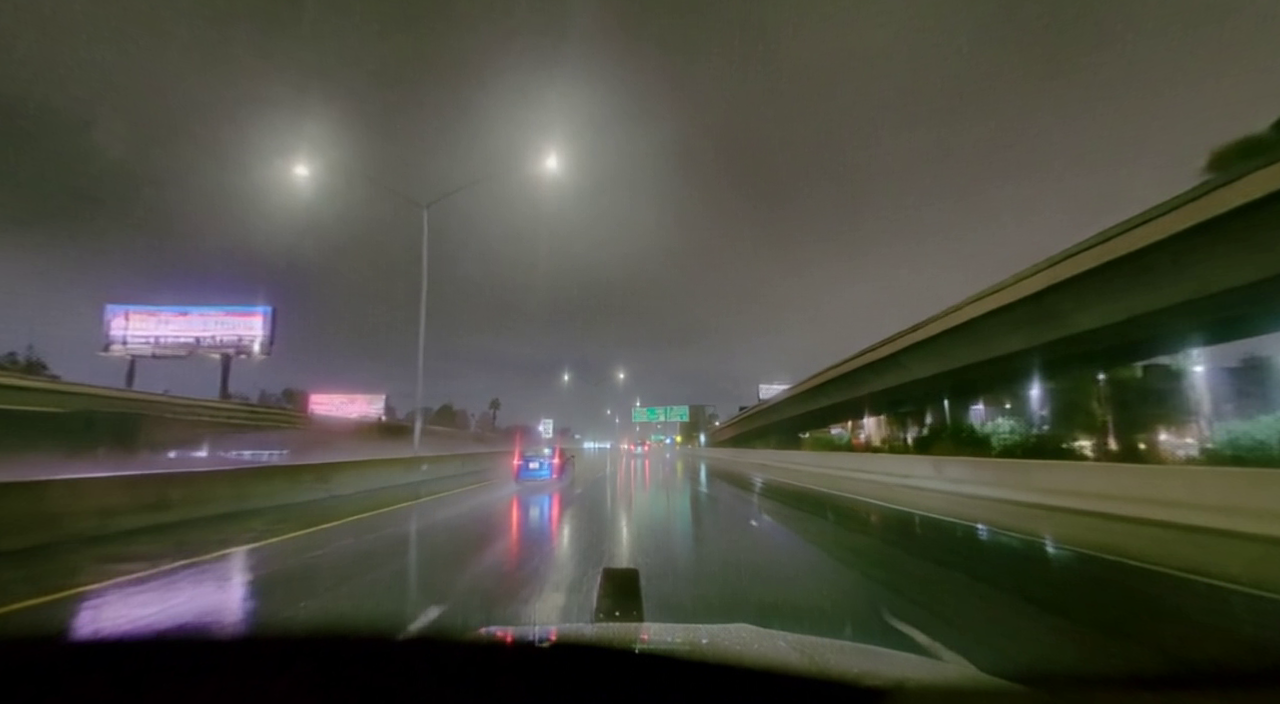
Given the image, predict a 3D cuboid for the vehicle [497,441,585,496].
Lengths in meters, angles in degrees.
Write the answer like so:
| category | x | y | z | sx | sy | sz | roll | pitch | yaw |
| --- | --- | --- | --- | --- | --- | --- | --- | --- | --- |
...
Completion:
| category | x | y | z | sx | sy | sz | roll | pitch | yaw |
| --- | --- | --- | --- | --- | --- | --- | --- | --- | --- |
| vehicle | -3.028 | 3.680 | 20.382 | 2.029 | 1.557 | 4.570 | 0 | -9 | 1 |
